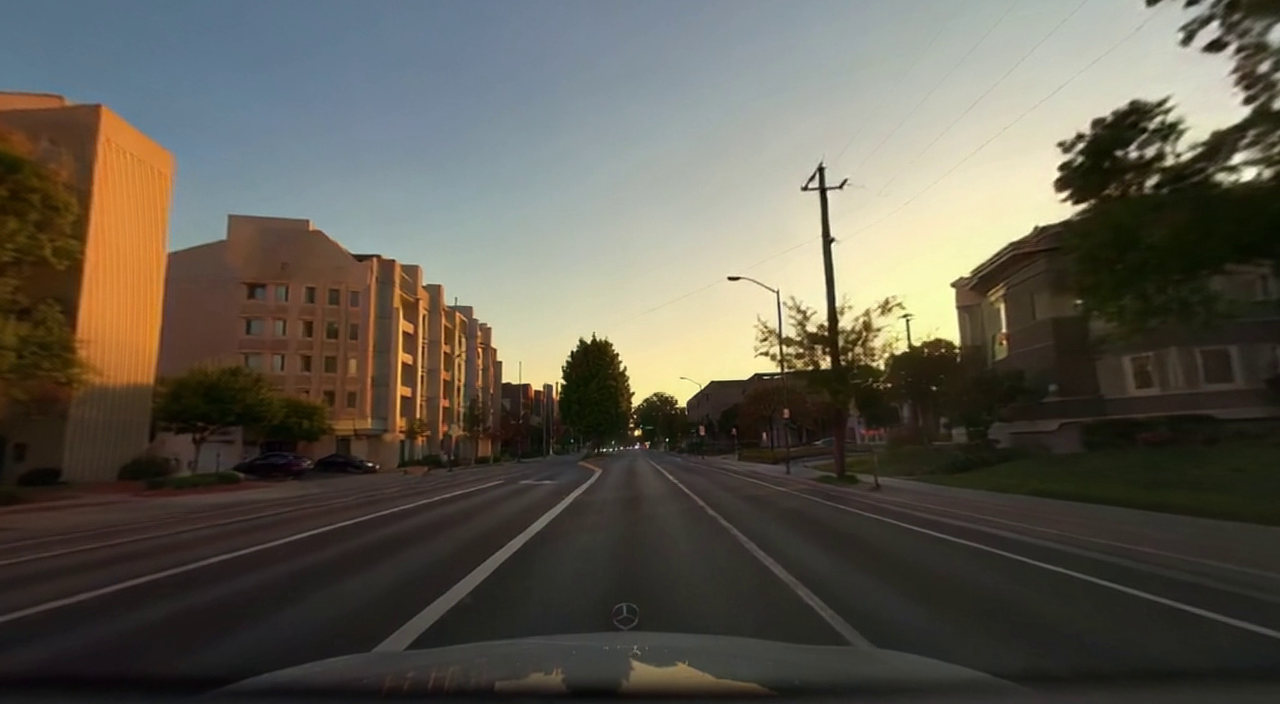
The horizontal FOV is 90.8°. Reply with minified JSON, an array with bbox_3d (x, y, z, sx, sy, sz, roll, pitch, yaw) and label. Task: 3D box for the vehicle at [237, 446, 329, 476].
[{"bbox_3d":[-23.337,7.133,41.425,4.794,1.869,2.060,-1,-8,3],"label":"vehicle"}]
